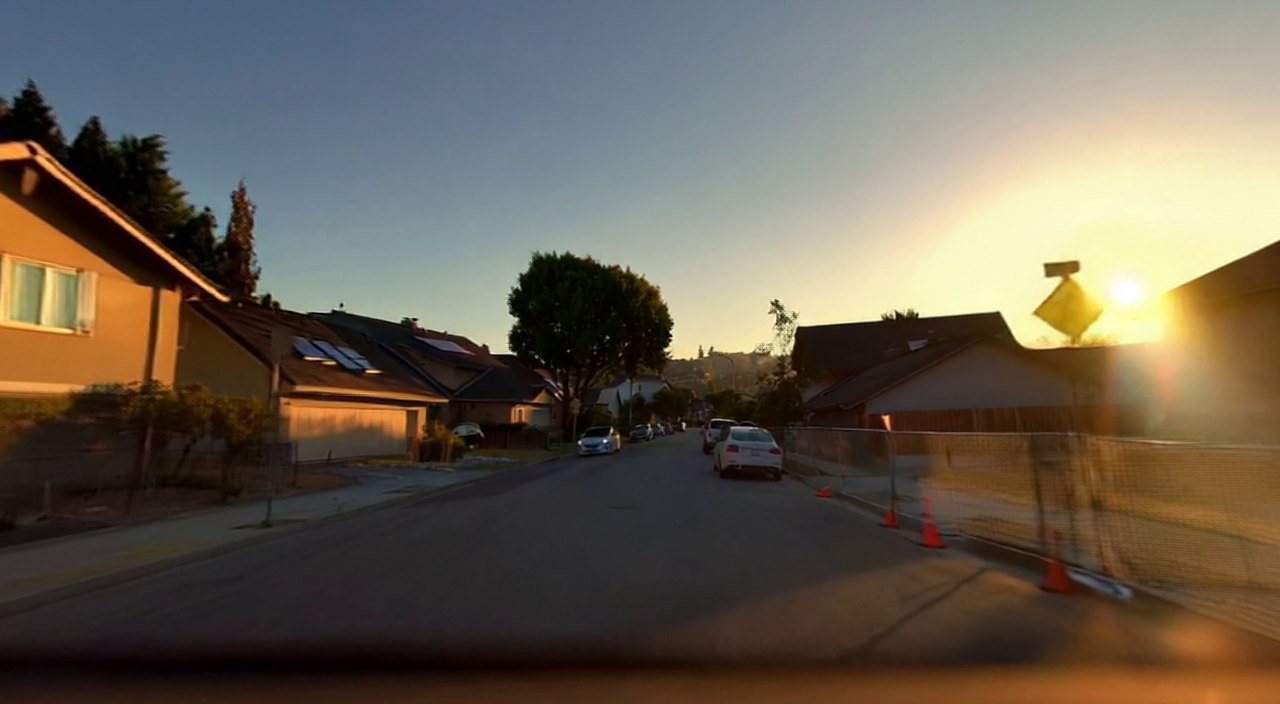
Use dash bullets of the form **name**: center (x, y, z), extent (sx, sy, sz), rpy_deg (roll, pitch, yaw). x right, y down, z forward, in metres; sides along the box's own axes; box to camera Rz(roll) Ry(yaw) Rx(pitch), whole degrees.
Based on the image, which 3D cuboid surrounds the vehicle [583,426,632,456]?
- **vehicle**: center (-1.673, 4.726, 33.601), extent (1.972, 1.499, 4.191), rpy_deg (-1, -8, 6)

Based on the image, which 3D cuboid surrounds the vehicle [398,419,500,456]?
- **vehicle**: center (-9.273, 4.172, 30.847), extent (4.205, 1.745, 2.121), rpy_deg (-1, -8, 6)

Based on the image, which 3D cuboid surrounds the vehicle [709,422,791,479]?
- **vehicle**: center (3.113, 2.858, 18.590), extent (1.998, 1.494, 3.927), rpy_deg (-1, -8, 4)
